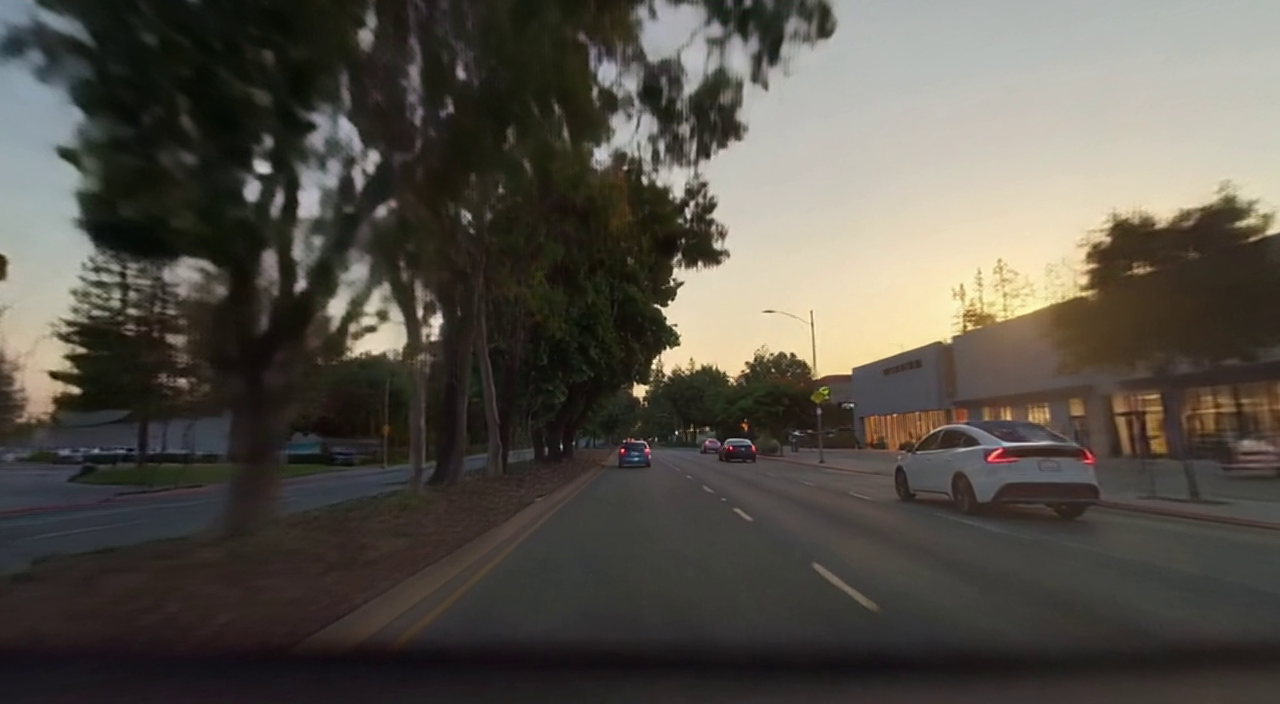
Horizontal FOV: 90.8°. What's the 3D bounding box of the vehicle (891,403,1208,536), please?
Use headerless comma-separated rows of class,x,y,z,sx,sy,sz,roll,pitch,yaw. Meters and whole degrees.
vehicle,7.107,2.120,12.101,2.240,1.923,5.678,0,-8,0

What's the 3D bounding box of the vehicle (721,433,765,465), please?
vehicle,6.388,6.051,39.531,1.955,1.845,4.538,0,-8,0

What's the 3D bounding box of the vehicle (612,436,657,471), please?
vehicle,-0.265,4.864,30.546,2.037,1.568,3.693,0,-8,0
